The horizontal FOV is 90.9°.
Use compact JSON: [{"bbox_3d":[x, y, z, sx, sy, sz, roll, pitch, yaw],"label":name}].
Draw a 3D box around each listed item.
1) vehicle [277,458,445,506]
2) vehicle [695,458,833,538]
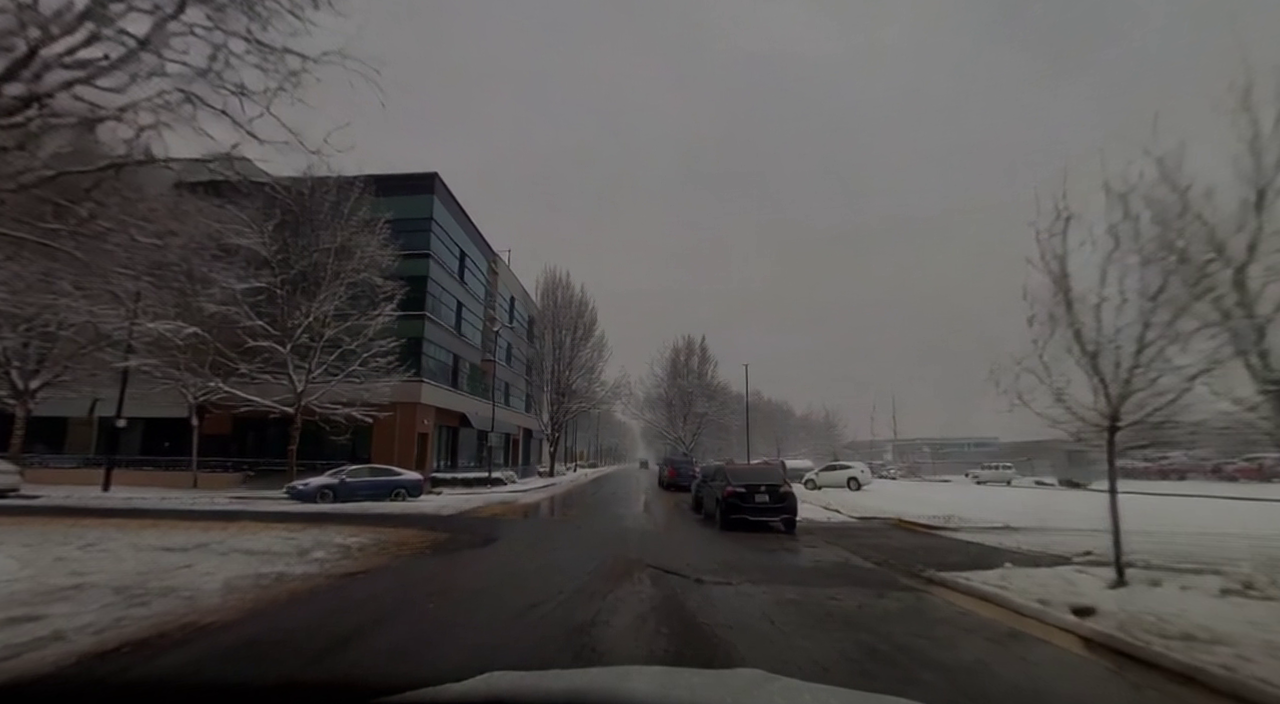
[{"bbox_3d":[-9.392,4.399,21.476,4.770,1.448,1.983,9,-14,-39],"label":"vehicle"},{"bbox_3d":[2.471,3.075,13.675,2.073,1.434,3.899,1,-11,-2],"label":"vehicle"}]
